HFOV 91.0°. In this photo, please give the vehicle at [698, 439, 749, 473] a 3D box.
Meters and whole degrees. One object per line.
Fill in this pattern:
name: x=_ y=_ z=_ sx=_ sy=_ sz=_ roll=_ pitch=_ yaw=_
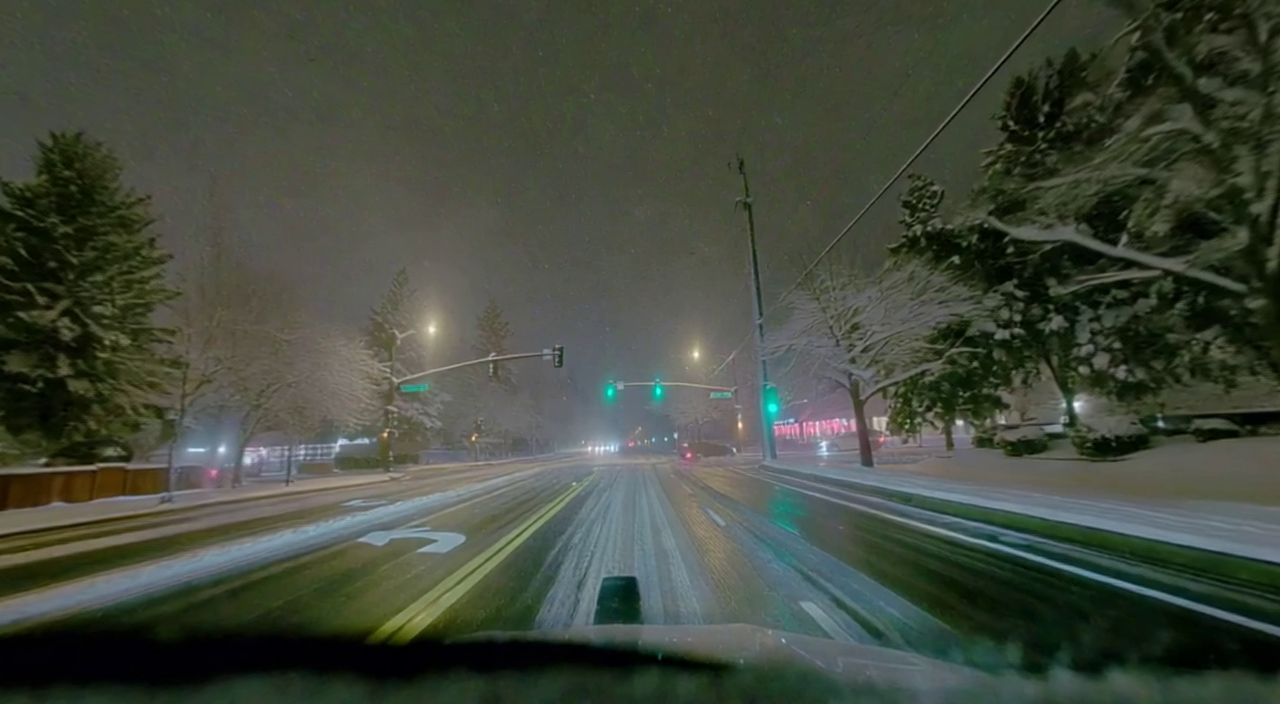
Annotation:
vehicle: x=3.908 y=4.962 z=30.320 sx=2.064 sy=1.470 sz=4.610 roll=-1 pitch=-8 yaw=3
